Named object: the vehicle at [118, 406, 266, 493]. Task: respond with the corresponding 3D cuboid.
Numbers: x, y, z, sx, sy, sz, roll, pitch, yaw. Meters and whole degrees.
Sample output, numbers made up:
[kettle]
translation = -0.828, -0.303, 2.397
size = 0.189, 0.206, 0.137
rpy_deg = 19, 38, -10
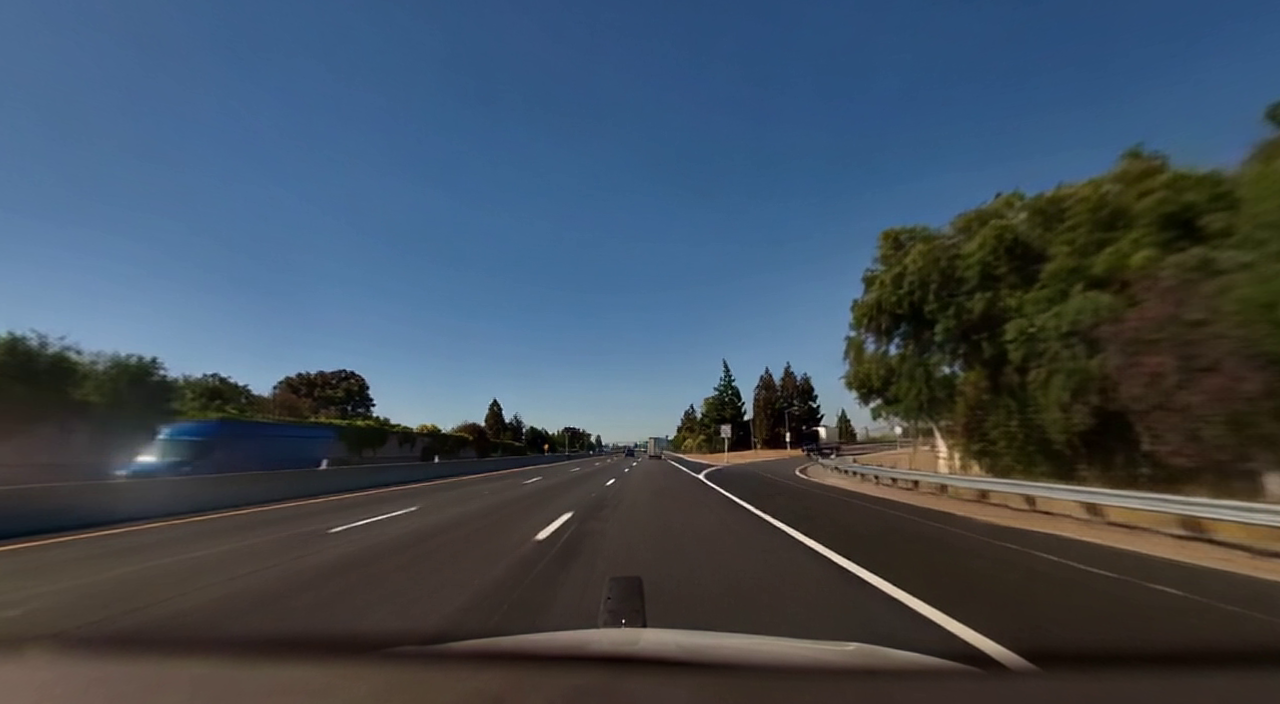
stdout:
[vehicle]
translation = -22.787, 5.019, 32.577
size = 2.994, 4.039, 5.976
rpy_deg = 0, -9, 1
